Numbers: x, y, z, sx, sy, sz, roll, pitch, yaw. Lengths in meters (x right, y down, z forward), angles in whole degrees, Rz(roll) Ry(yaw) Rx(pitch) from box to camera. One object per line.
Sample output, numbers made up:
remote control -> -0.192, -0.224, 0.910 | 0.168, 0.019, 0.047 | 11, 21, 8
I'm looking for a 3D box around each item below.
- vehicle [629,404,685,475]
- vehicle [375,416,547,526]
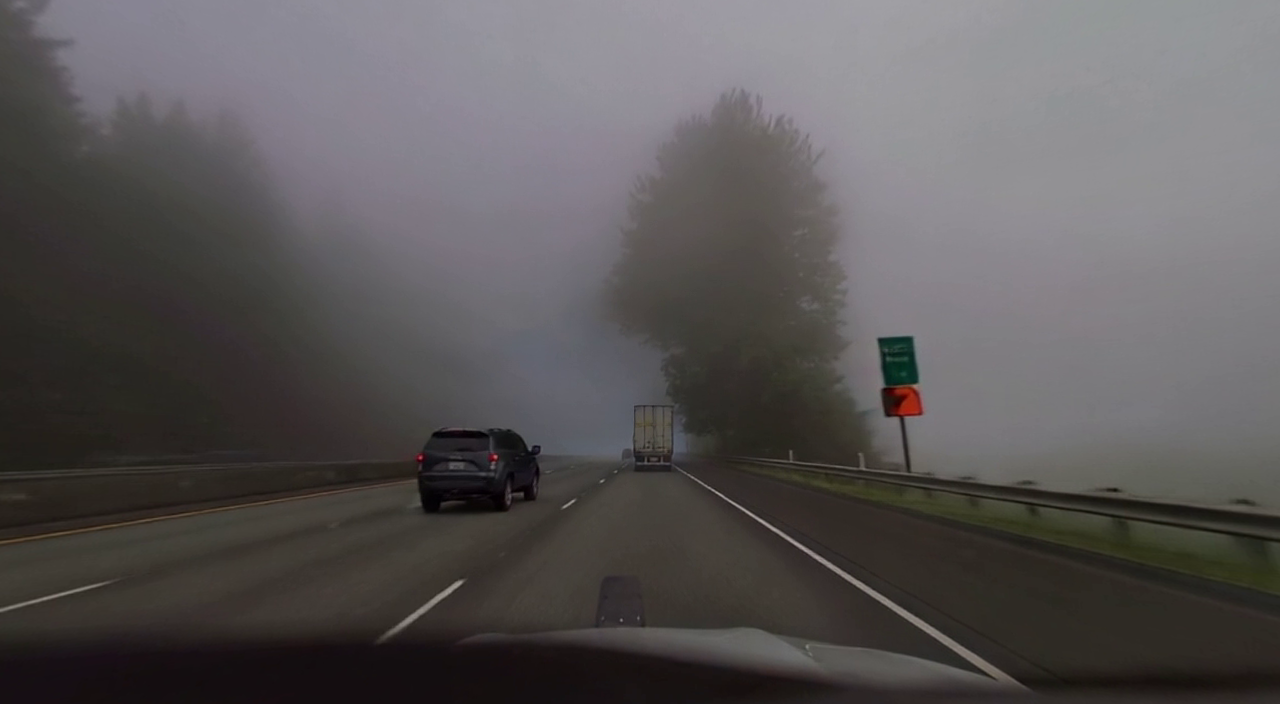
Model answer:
vehicle -> 0.973, 5.701, 40.333 | 2.976, 3.800, 12.335 | 0, -9, 1
vehicle -> -3.564, 2.530, 13.866 | 2.226, 1.933, 5.179 | 0, -9, 0
